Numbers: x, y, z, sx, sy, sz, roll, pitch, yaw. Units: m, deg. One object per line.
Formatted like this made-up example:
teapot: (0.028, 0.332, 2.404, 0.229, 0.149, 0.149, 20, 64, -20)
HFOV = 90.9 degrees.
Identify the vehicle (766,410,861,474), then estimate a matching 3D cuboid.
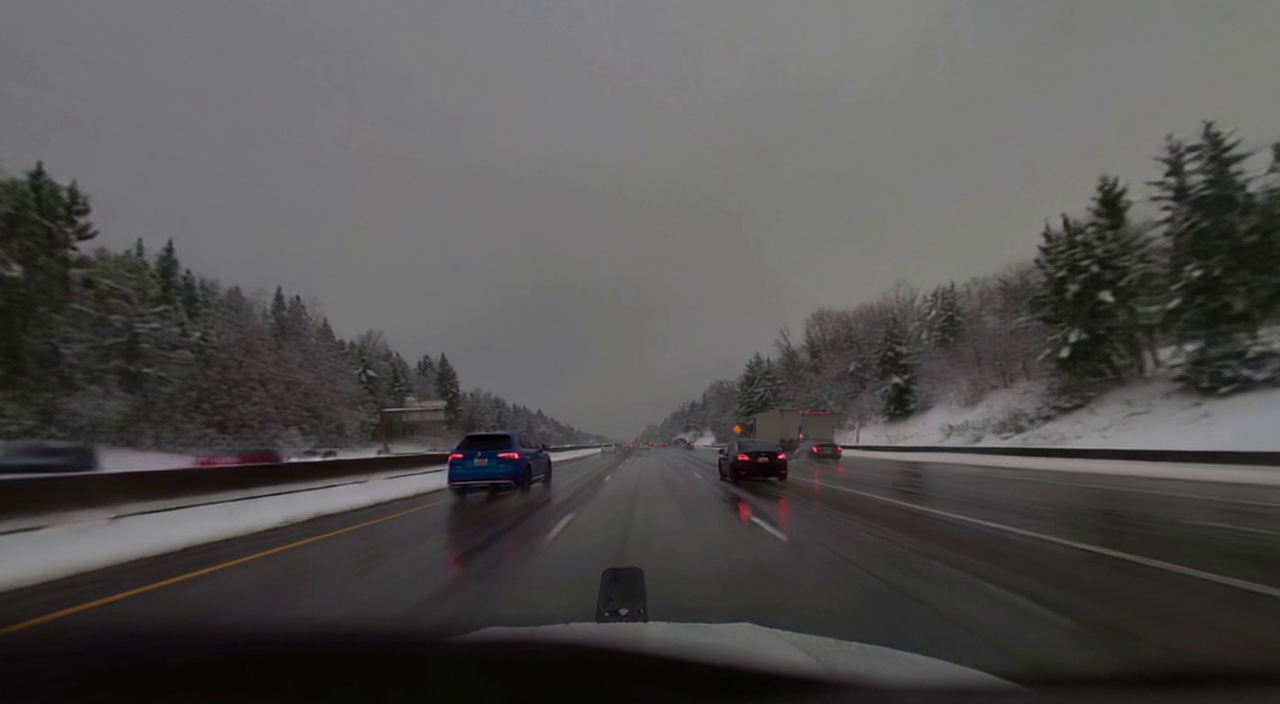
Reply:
vehicle: (7.772, 4.141, 28.878, 2.729, 2.628, 4.875, 0, -9, -2)

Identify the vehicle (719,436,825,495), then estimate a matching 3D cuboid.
vehicle: (3.709, 3.281, 18.655, 2.080, 1.493, 4.674, 0, -9, 0)

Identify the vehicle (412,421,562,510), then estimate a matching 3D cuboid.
vehicle: (-3.432, 2.698, 15.418, 2.218, 1.764, 5.229, 0, -9, 2)

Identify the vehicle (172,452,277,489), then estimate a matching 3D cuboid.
vehicle: (-19.380, 5.516, 29.703, 1.762, 1.542, 4.666, 0, -9, 0)
